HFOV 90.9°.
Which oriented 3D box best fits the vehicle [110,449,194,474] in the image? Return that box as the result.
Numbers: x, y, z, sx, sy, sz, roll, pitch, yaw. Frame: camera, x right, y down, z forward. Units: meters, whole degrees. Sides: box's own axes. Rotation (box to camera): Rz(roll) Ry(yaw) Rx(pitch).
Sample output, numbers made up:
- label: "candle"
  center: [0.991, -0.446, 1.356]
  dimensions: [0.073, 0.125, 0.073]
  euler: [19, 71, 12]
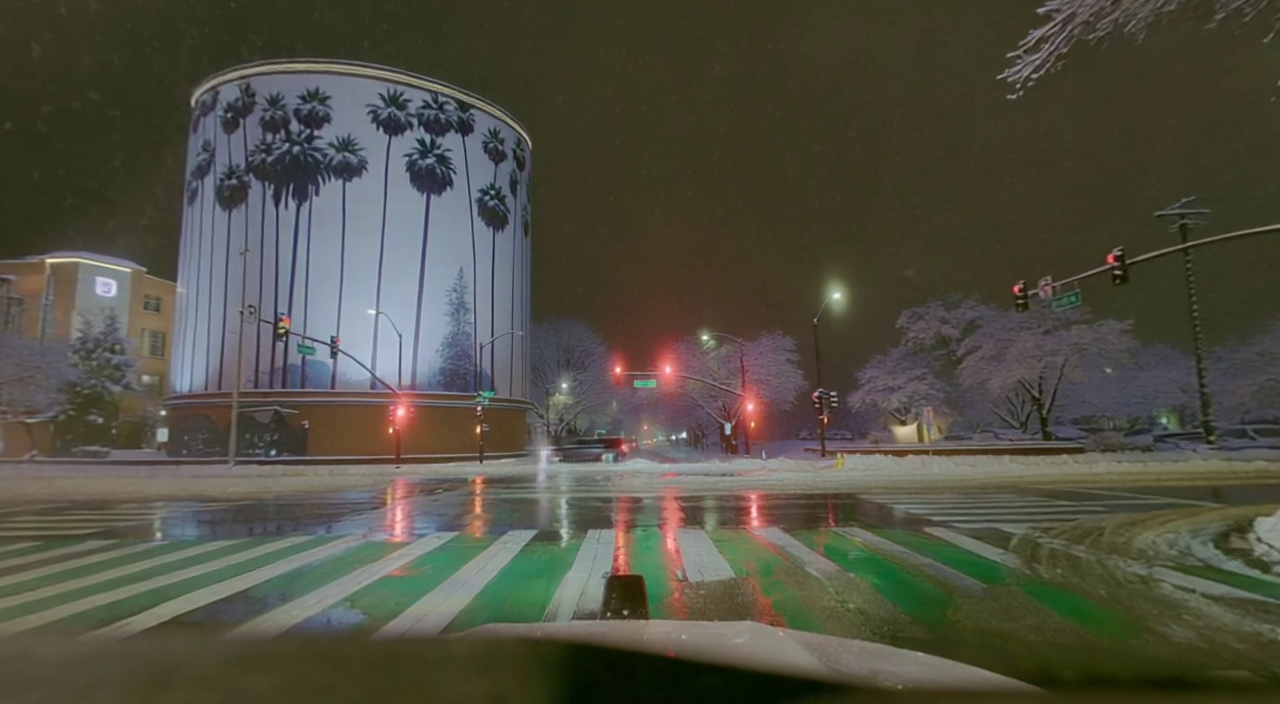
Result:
- label: "vehicle"
  center: [-33.074, 7.400, 42.757]
  dimensions: [4.136, 1.661, 1.857]
  euler: [0, -8, 1]

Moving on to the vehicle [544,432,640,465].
- label: "vehicle"
  center: [-2.770, 5.740, 37.387]
  dimensions: [5.477, 1.880, 2.125]
  euler: [0, -8, 1]

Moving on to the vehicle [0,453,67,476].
- label: "vehicle"
  center: [-41.667, 7.606, 42.773]
  dimensions: [3.698, 1.508, 1.779]
  euler: [0, -8, 1]

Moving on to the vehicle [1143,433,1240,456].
- label: "vehicle"
  center: [36.029, 6.032, 41.260]
  dimensions: [4.606, 1.449, 1.687]
  euler: [0, -8, 2]
